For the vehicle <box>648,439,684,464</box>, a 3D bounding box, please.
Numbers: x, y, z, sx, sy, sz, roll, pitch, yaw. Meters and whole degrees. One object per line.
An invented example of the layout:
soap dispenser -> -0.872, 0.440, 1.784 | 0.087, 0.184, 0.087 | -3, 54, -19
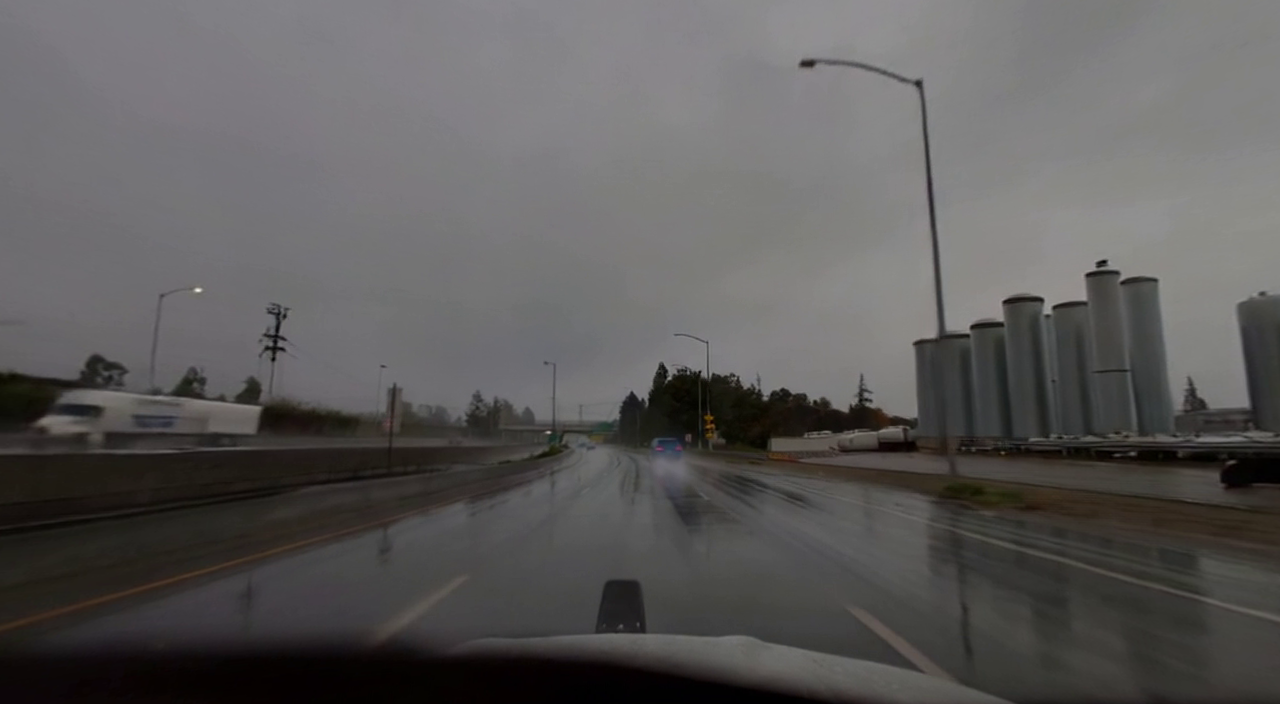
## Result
vehicle -> 1.940, 7.604, 48.348 | 2.296, 1.790, 5.067 | 0, -9, -3

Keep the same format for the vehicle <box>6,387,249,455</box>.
vehicle -> -25.912, 3.824, 33.161 | 2.934, 2.961, 11.154 | 0, -8, 4
